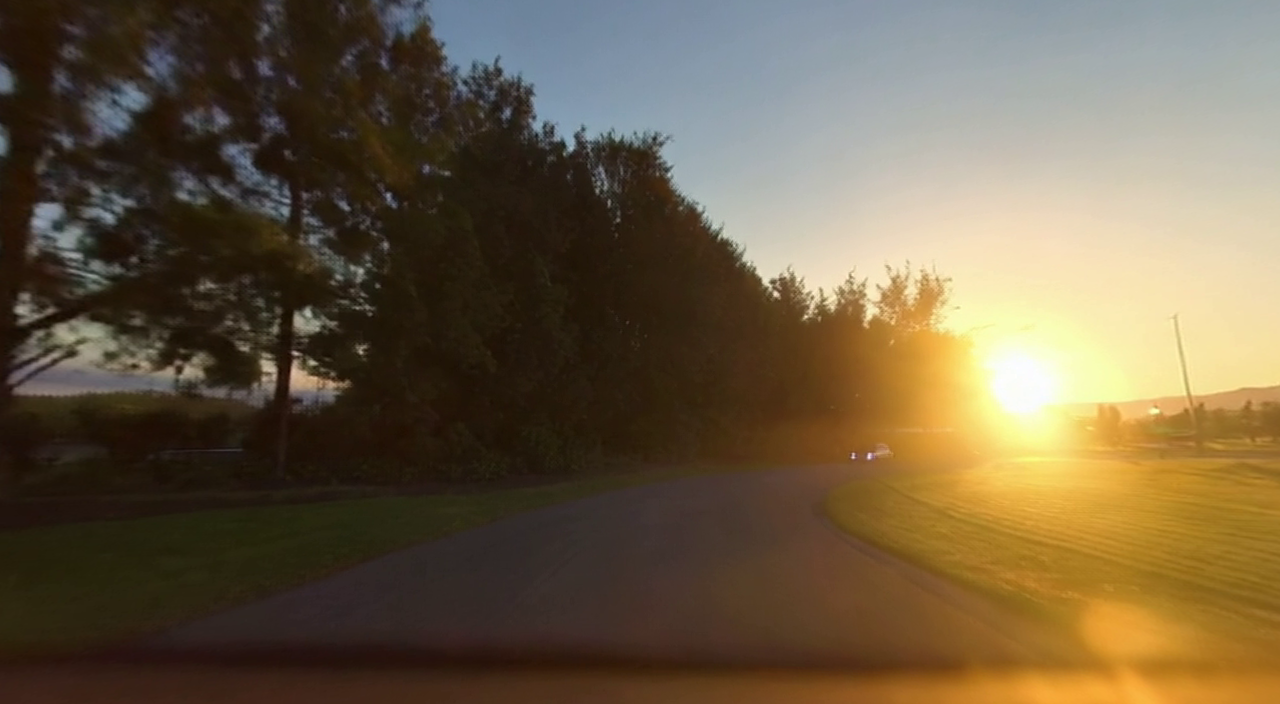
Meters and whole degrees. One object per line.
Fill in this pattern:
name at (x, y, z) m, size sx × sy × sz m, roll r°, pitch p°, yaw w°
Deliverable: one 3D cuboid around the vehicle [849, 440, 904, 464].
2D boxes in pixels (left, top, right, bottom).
vehicle at (18.737, 7.907, 49.697) m, size 4.257 × 1.789 × 1.988 m, roll 7°, pitch -9°, yaw -36°
